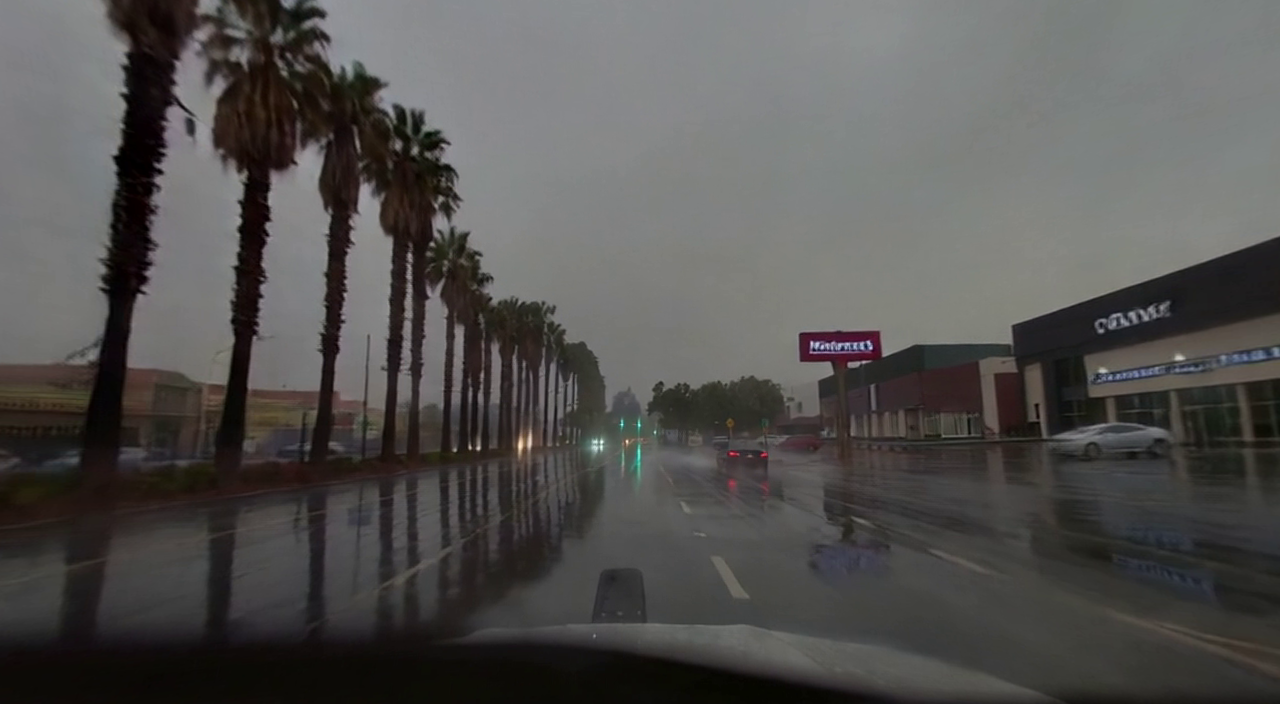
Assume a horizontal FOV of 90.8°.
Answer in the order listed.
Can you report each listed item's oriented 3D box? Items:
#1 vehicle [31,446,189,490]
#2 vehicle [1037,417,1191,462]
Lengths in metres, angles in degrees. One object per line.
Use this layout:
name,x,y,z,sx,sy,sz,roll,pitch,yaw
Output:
vehicle,-19.679,4.288,23.824,1.919,1.476,4.738,0,-9,-1
vehicle,19.330,3.599,25.924,4.552,1.649,2.187,-1,-9,-3
